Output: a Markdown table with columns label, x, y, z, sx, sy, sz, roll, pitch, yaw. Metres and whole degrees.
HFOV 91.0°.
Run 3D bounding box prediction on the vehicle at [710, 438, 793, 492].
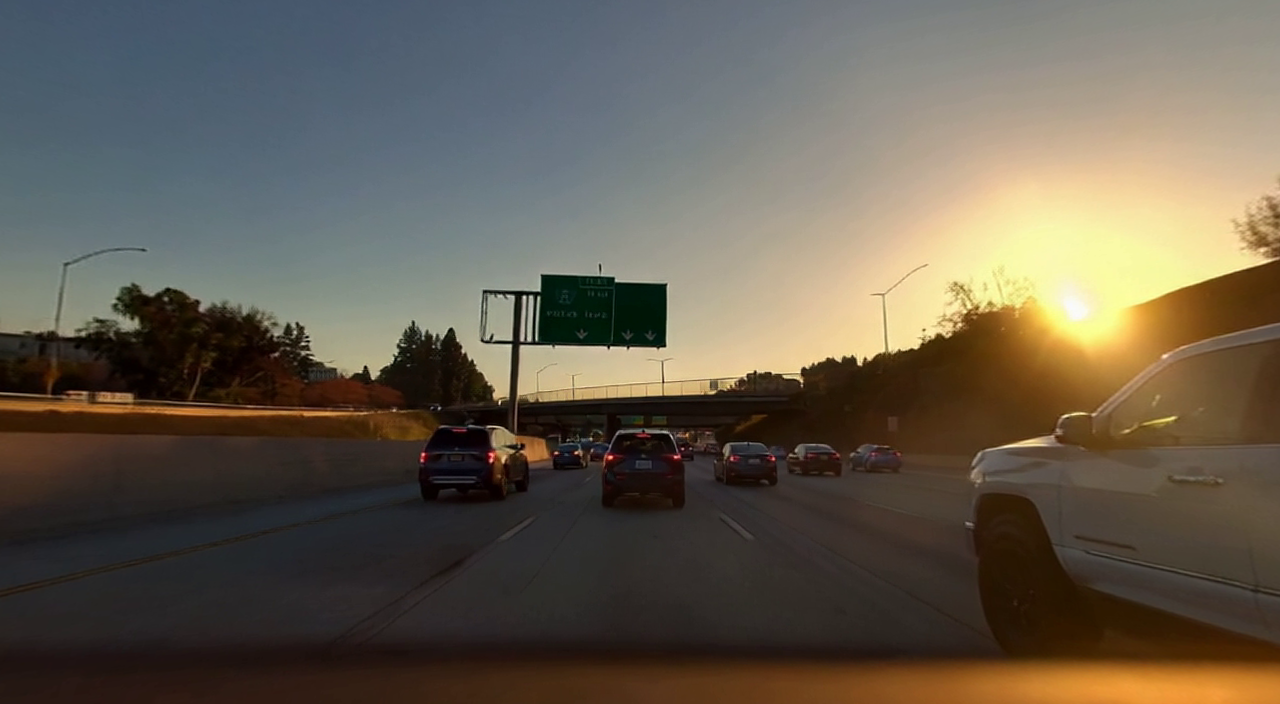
| label | x | y | z | sx | sy | sz | roll | pitch | yaw |
| --- | --- | --- | --- | --- | --- | --- | --- | --- | --- |
| vehicle | 3.697 | 3.854 | 21.837 | 2.022 | 1.633 | 4.651 | 1 | -9 | 0 |

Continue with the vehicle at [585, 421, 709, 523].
| label | x | y | z | sx | sy | sz | roll | pitch | yaw |
| --- | --- | --- | --- | --- | --- | --- | --- | --- | --- |
| vehicle | 0.159 | 2.427 | 13.175 | 2.181 | 1.756 | 4.167 | 0 | -9 | 1 |

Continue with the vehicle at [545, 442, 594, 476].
| label | x | y | z | sx | sy | sz | roll | pitch | yaw |
| --- | --- | --- | --- | --- | --- | --- | --- | --- | --- |
| vehicle | -3.703 | 5.701 | 33.890 | 1.982 | 1.655 | 4.604 | 0 | -9 | 2 |

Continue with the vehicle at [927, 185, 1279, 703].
| label | x | y | z | sx | sy | sz | roll | pitch | yaw |
| --- | --- | --- | --- | --- | --- | --- | --- | --- | --- |
| vehicle | 3.521 | 0.544 | 2.476 | 2.300 | 2.242 | 5.327 | 0 | -9 | 1 |

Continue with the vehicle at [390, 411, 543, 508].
| label | x | y | z | sx | sy | sz | roll | pitch | yaw |
| --- | --- | --- | --- | --- | --- | --- | --- | --- | --- |
| vehicle | -4.271 | 2.810 | 16.855 | 2.212 | 2.101 | 6.052 | 0 | -9 | 2 |

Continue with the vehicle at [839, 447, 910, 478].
| label | x | y | z | sx | sy | sz | roll | pitch | yaw |
| --- | --- | --- | --- | --- | --- | --- | --- | --- | --- |
| vehicle | 12.151 | 5.737 | 32.970 | 1.945 | 1.498 | 4.385 | 1 | -9 | -1 |

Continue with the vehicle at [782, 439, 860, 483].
| label | x | y | z | sx | sy | sz | roll | pitch | yaw |
| --- | --- | --- | --- | --- | --- | --- | --- | --- | --- |
| vehicle | 7.883 | 4.778 | 27.945 | 2.054 | 1.769 | 4.693 | 0 | -9 | 0 |
